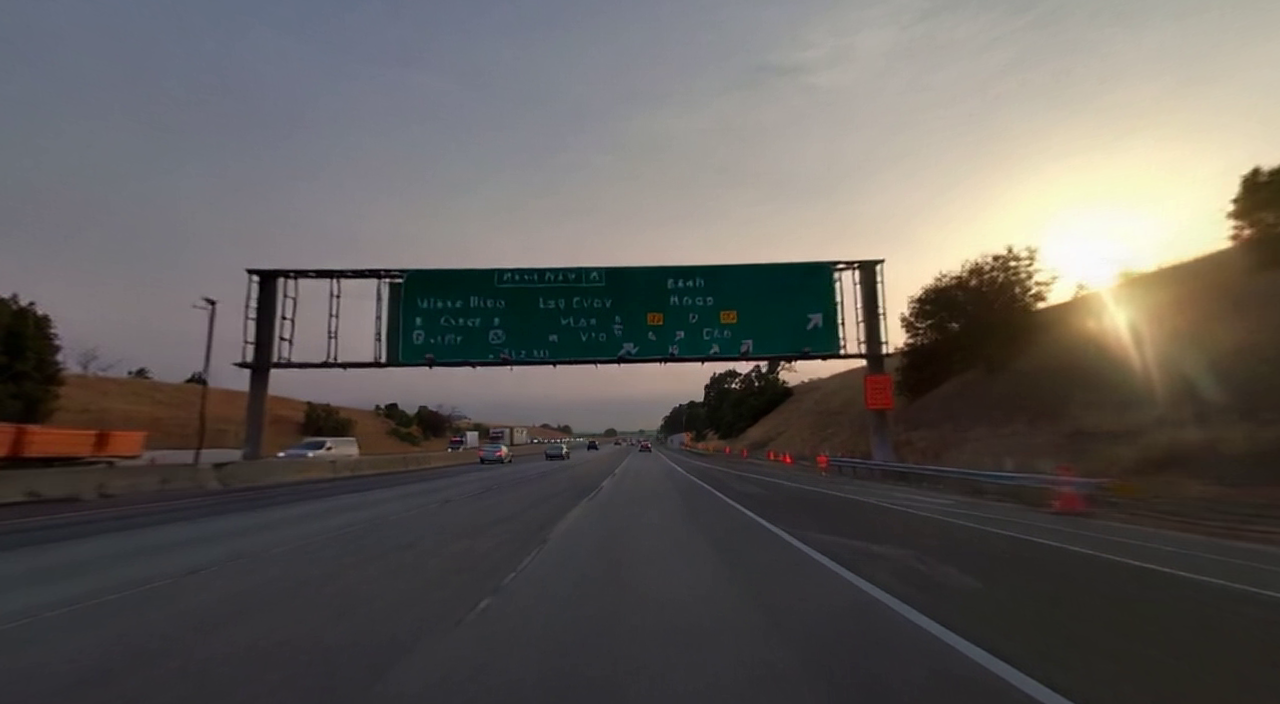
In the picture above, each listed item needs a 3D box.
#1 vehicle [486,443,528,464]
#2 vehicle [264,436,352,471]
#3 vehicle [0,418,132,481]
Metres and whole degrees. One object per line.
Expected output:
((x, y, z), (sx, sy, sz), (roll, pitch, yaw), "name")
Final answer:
((-9.952, 7.649, 47.498), (2.122, 1.511, 4.576), (0, -9, 0), "vehicle")
((-18.837, 5.769, 36.077), (2.098, 1.845, 5.358), (0, -9, 1), "vehicle")
((-30.221, 4.901, 31.724), (2.768, 2.789, 7.712), (0, -9, 0), "vehicle")
